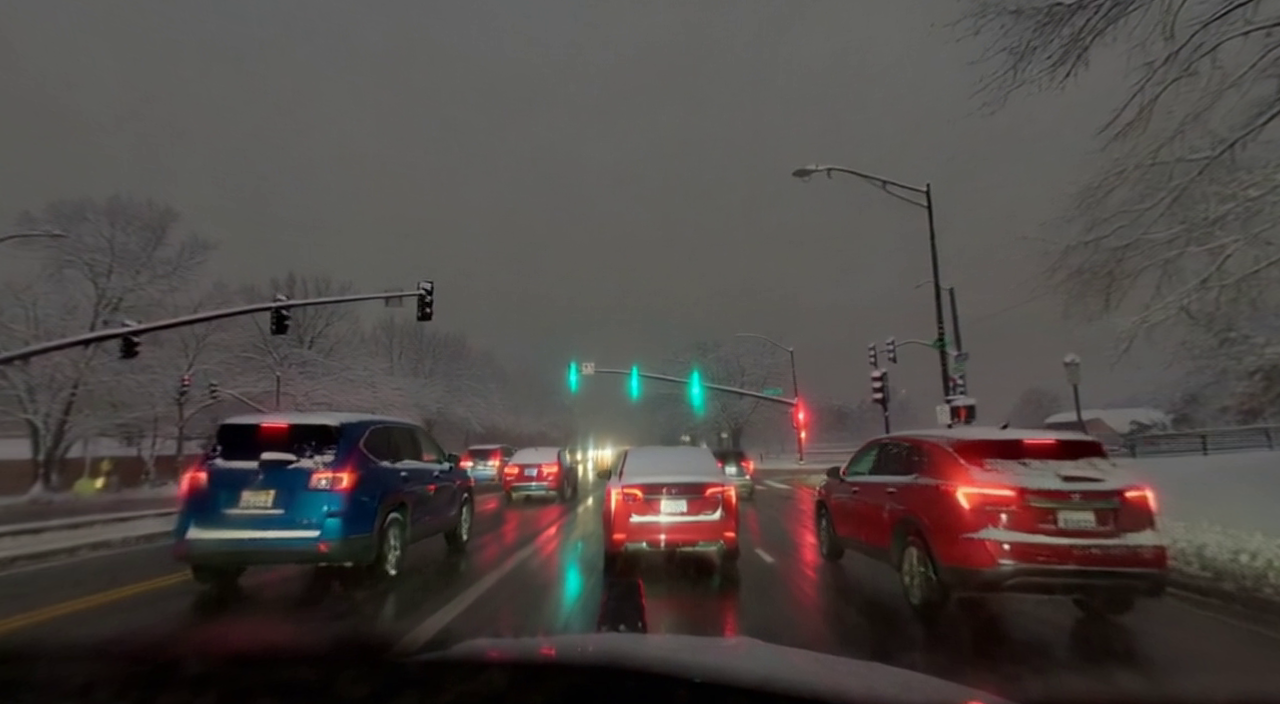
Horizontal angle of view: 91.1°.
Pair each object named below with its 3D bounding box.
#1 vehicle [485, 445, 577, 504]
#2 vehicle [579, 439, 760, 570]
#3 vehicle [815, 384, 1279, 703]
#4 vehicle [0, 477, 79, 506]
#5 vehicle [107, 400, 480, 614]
[{"bbox_3d":[-3.029,3.493,18.374,1.868,1.516,4.114,0,-8,1],"label":"vehicle"},{"bbox_3d":[0.292,2.026,9.134,2.051,1.460,3.932,0,-8,-1],"label":"vehicle"},{"bbox_3d":[3.175,1.382,5.749,1.880,1.747,4.500,0,-8,1],"label":"vehicle"},{"bbox_3d":[-35.099,7.898,35.755,4.401,1.464,1.980,0,-8,2],"label":"vehicle"},{"bbox_3d":[-3.446,1.605,7.439,1.889,1.767,4.289,0,-8,1],"label":"vehicle"}]
